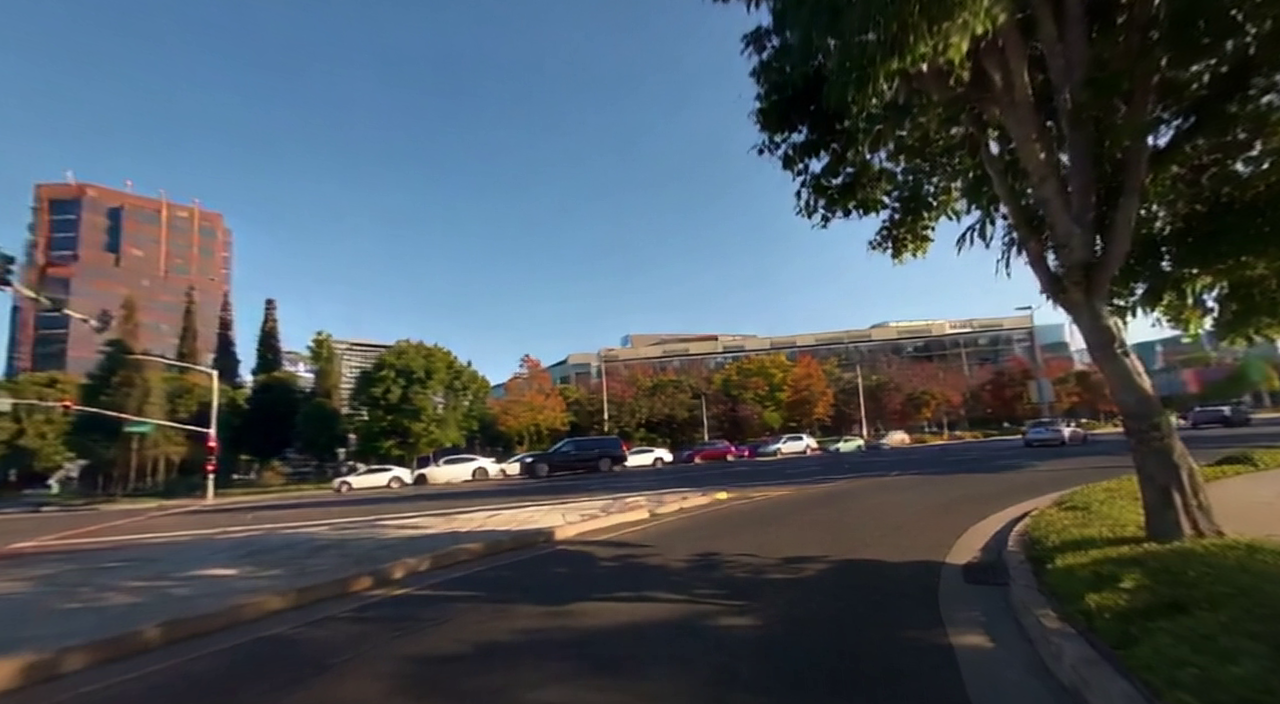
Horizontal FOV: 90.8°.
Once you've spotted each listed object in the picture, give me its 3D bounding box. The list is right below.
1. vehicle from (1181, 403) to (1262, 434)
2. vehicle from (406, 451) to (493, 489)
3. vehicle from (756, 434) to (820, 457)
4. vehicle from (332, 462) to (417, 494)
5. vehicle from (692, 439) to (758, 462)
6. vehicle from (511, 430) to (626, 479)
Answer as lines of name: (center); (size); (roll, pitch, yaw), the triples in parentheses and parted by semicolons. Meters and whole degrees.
vehicle: (37.893, 4.327, 41.147); (4.496, 1.765, 2.059); (1, -10, -24)
vehicle: (-11.065, 6.787, 36.757); (4.510, 1.764, 1.947); (1, -8, -29)
vehicle: (11.585, 7.337, 49.484); (4.727, 1.681, 1.926); (4, -11, -28)
vehicle: (-15.978, 7.565, 38.070); (4.493, 1.455, 1.946); (1, -8, -30)
vehicle: (6.236, 7.276, 46.411); (4.513, 1.582, 1.842); (5, -12, -28)
vehicle: (-3.756, 5.556, 33.720); (5.636, 2.053, 2.225); (8, -19, -26)
